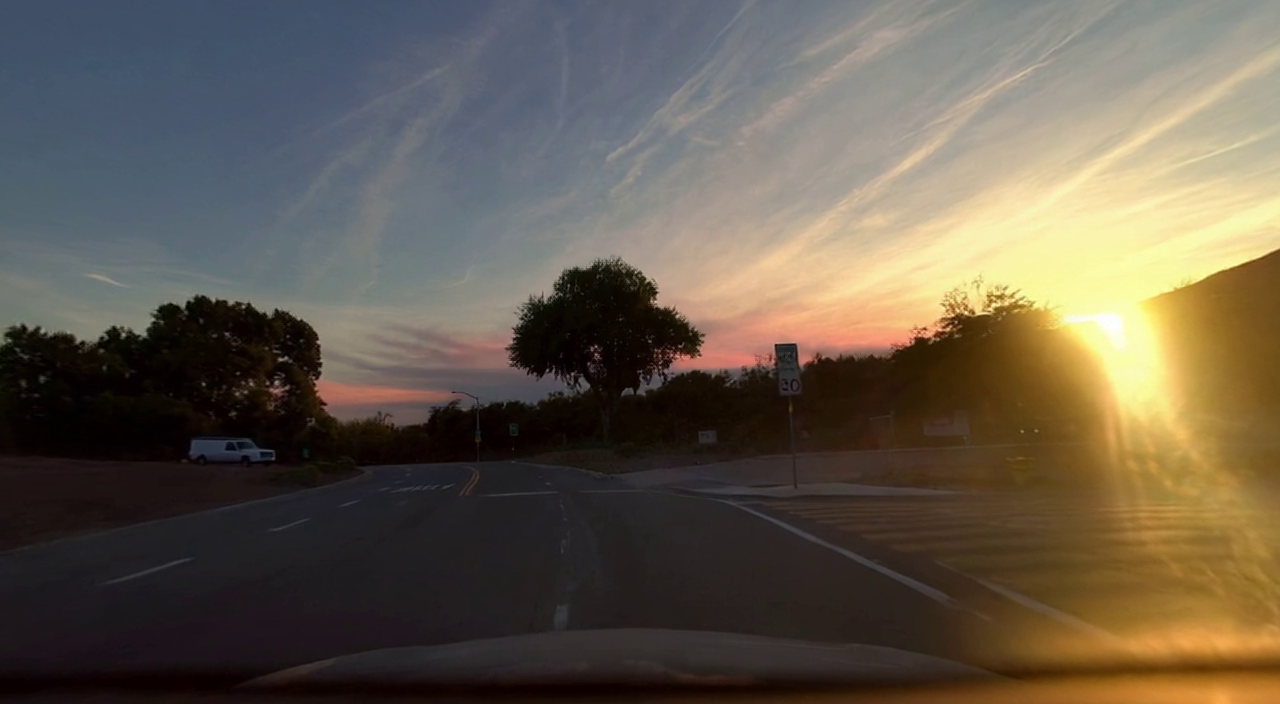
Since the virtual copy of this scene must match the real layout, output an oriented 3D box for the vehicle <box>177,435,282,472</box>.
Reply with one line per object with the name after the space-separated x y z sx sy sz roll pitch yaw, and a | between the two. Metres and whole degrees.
-23.142 5.704 35.637 4.699 1.996 2.116 -2 -9 11 | vehicle
